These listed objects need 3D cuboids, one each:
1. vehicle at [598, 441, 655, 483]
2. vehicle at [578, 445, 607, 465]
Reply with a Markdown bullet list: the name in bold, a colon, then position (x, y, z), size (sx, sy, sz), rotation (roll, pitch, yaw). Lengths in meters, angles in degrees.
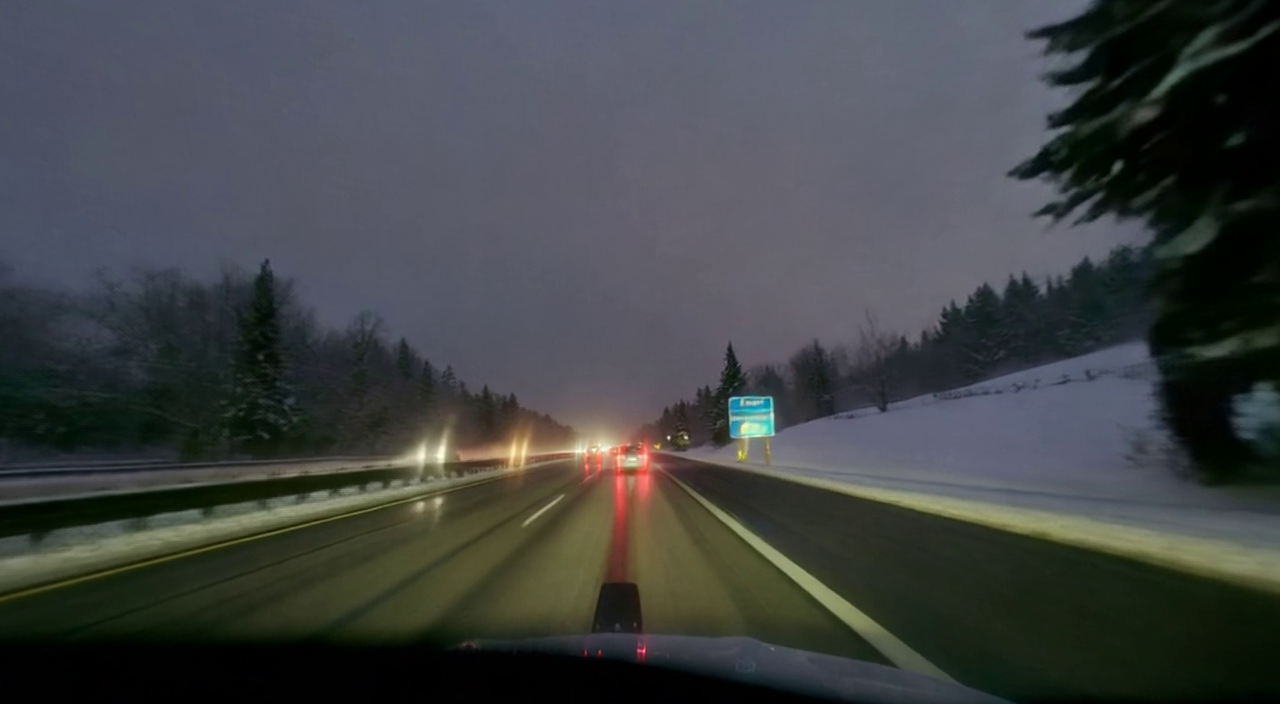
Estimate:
- **vehicle**: position (-0.502, 4.345, 24.935), size (2.066, 1.490, 3.759), rotation (-1, -9, 0)
- **vehicle**: position (-3.696, 8.113, 49.330), size (1.994, 1.470, 3.752), rotation (-1, -9, 0)
